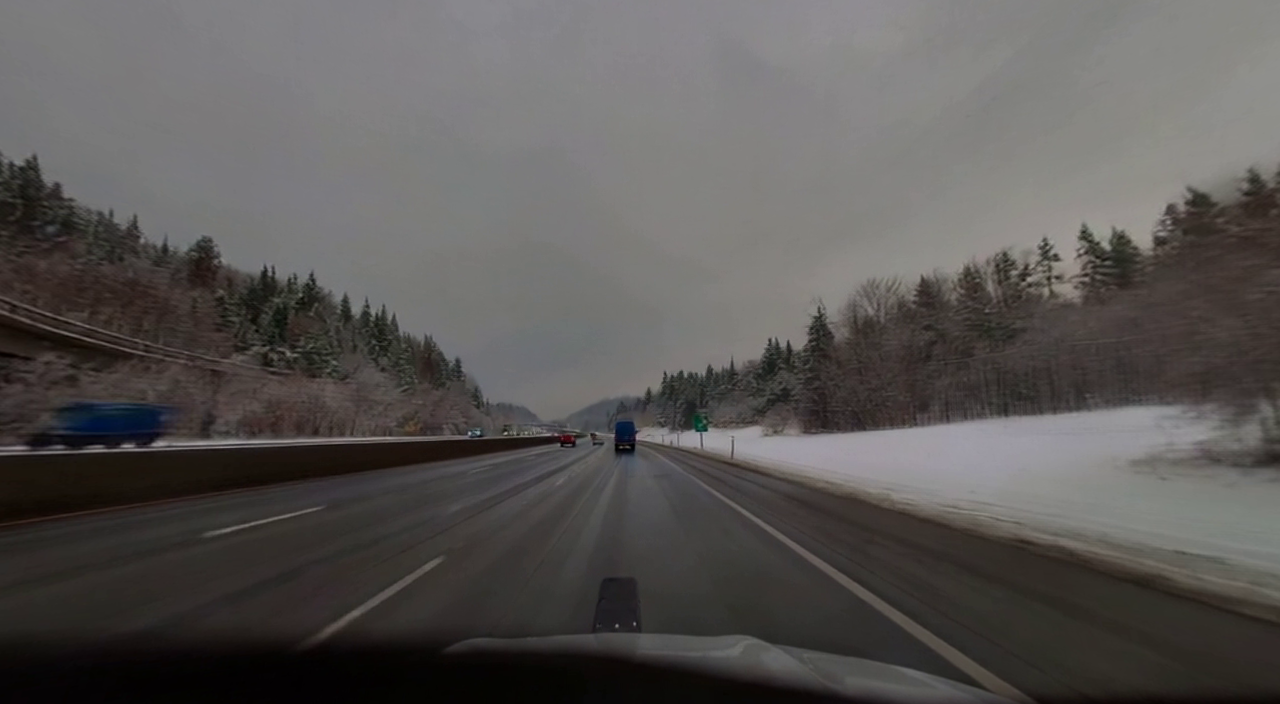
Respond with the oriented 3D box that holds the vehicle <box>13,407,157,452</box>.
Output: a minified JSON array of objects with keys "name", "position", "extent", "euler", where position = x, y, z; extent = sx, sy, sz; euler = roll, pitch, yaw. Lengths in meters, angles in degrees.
[{"name":"vehicle","position":[-26.183,3.739,30.012],"extent":[2.033,1.947,5.353],"euler":[0,-8,-1]}]
